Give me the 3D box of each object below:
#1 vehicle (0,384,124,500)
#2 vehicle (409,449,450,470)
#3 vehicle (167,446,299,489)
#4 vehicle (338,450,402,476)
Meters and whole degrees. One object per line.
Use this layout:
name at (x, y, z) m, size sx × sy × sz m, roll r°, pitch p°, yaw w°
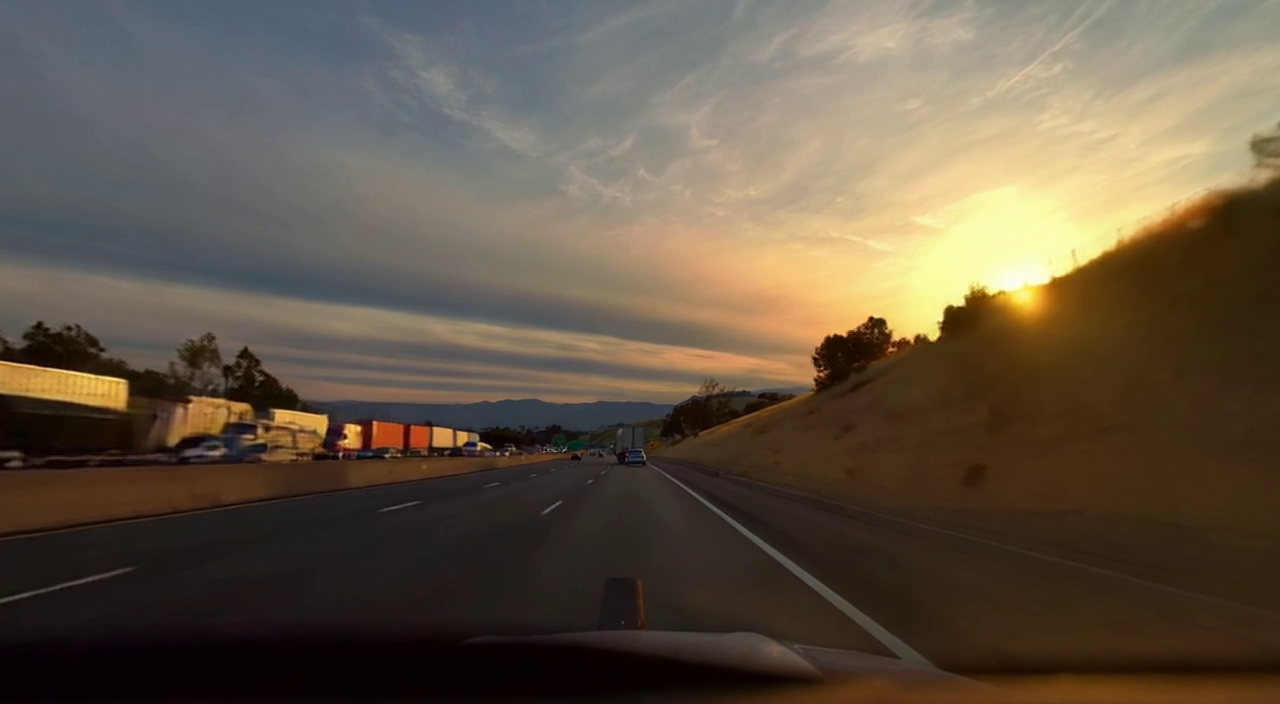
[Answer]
vehicle at (-14.854, 1.964, 13.702) m, size 2.382 × 2.437 × 5.706 m, roll 0°, pitch -9°, yaw -1°
vehicle at (-15.571, 7.972, 46.876) m, size 1.699 × 1.513 × 3.748 m, roll 0°, pitch -9°, yaw 1°
vehicle at (-15.166, 4.314, 23.878) m, size 1.863 × 1.438 × 4.669 m, roll 0°, pitch -9°, yaw 0°
vehicle at (-15.884, 6.520, 37.312) m, size 1.884 × 1.436 × 4.220 m, roll 0°, pitch -9°, yaw 0°
